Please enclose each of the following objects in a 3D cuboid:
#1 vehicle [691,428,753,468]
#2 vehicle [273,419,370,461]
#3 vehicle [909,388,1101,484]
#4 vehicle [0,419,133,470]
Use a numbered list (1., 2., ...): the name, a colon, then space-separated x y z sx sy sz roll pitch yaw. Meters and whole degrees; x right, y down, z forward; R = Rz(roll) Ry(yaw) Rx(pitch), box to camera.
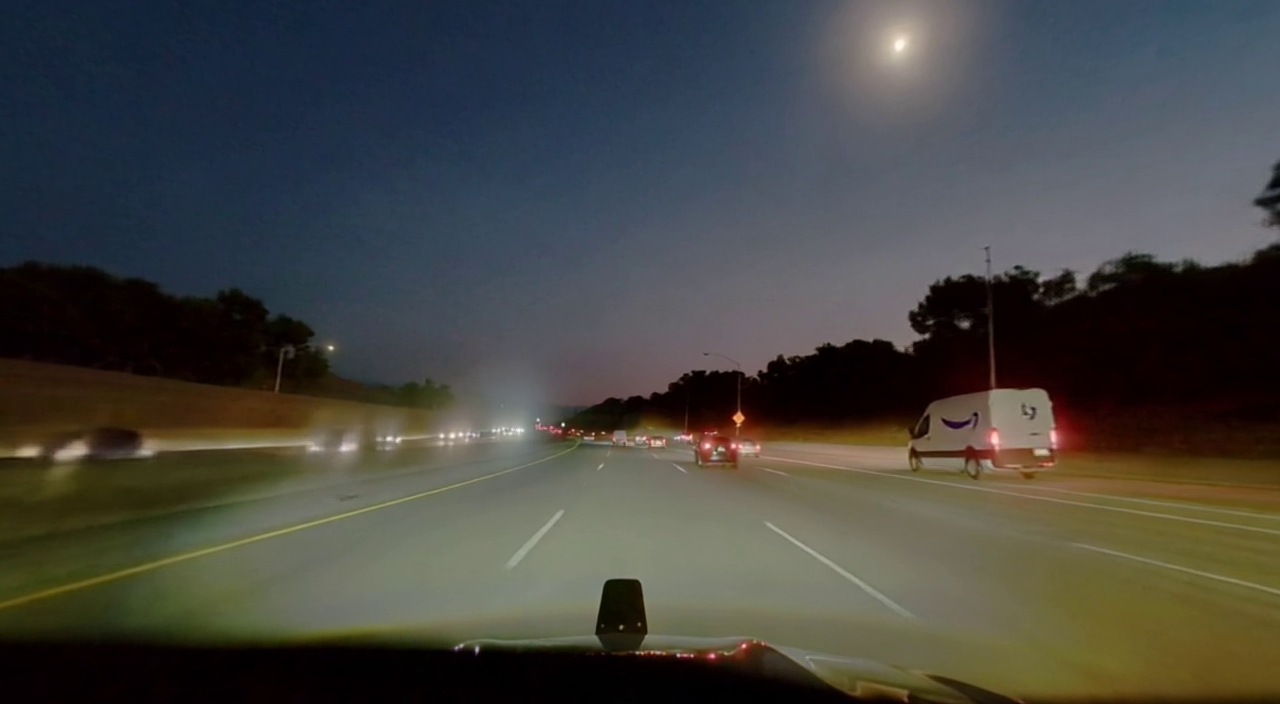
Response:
1. vehicle: 3.698 4.453 29.388 2.141 1.732 4.279 0 -8 -2
2. vehicle: -14.265 3.995 28.581 2.040 1.705 4.620 0 -8 -1
3. vehicle: 12.200 2.949 21.998 2.274 2.802 6.802 0 -8 -3
4. vehicle: -21.536 3.406 23.228 1.915 1.683 4.596 0 -8 -1
